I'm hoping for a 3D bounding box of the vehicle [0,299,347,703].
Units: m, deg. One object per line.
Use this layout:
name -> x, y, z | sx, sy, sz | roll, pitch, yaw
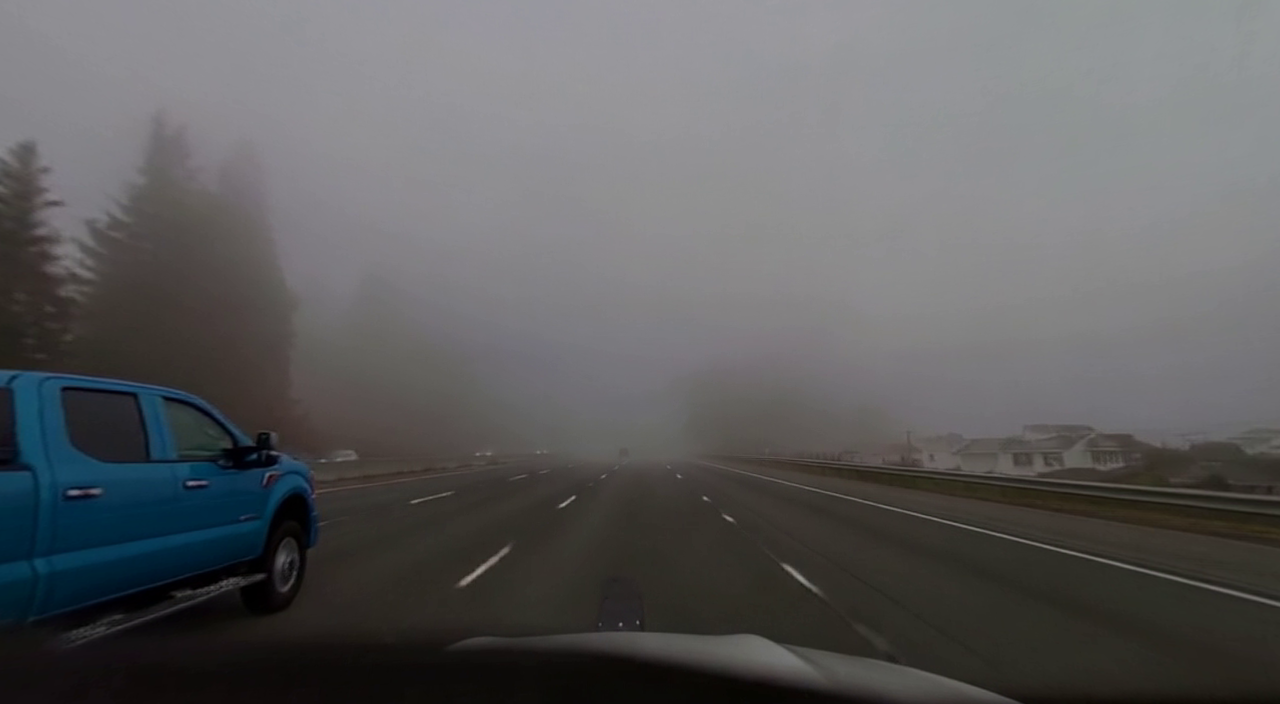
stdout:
vehicle -> -3.507, 0.732, 2.438 | 2.202, 1.836, 5.009 | 0, -9, 1
